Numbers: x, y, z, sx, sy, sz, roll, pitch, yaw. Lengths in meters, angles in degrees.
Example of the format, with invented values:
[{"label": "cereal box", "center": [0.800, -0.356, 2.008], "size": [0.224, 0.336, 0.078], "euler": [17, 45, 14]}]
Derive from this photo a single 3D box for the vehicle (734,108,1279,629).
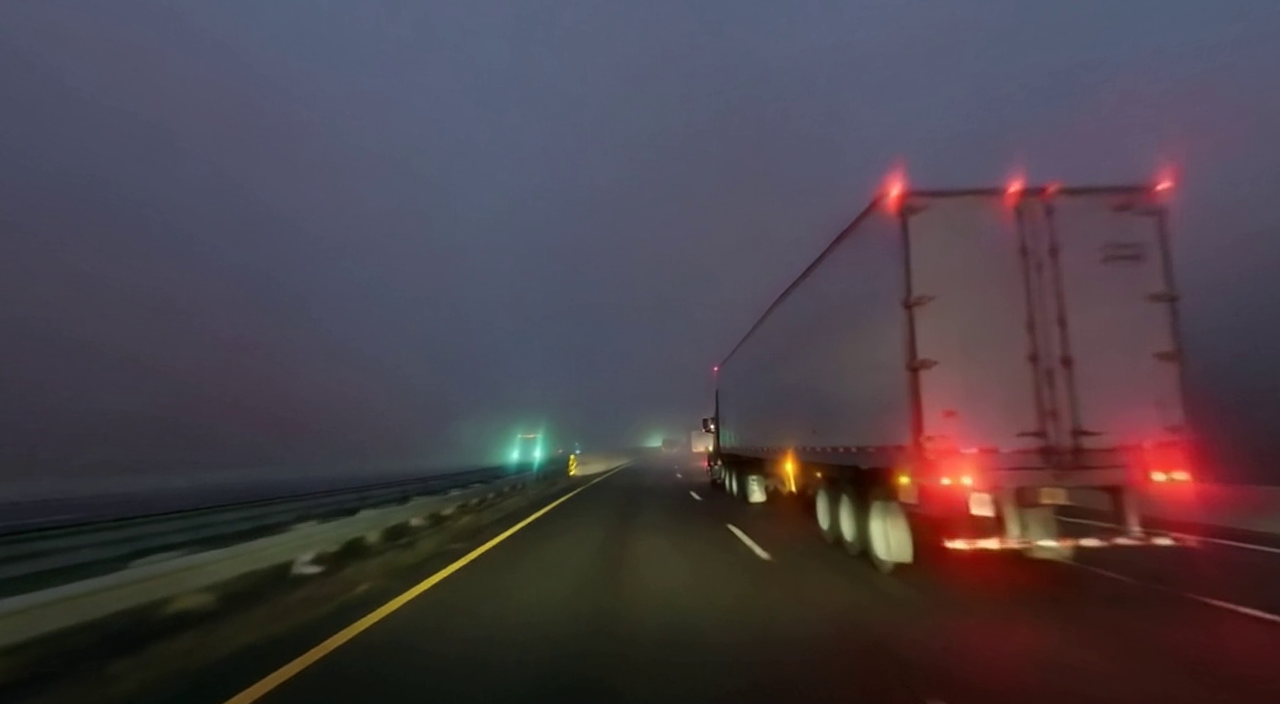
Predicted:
[{"label": "vehicle", "center": [4.044, 0.964, 11.035], "size": [2.965, 4.028, 12.529], "euler": [0, -9, 1]}]
